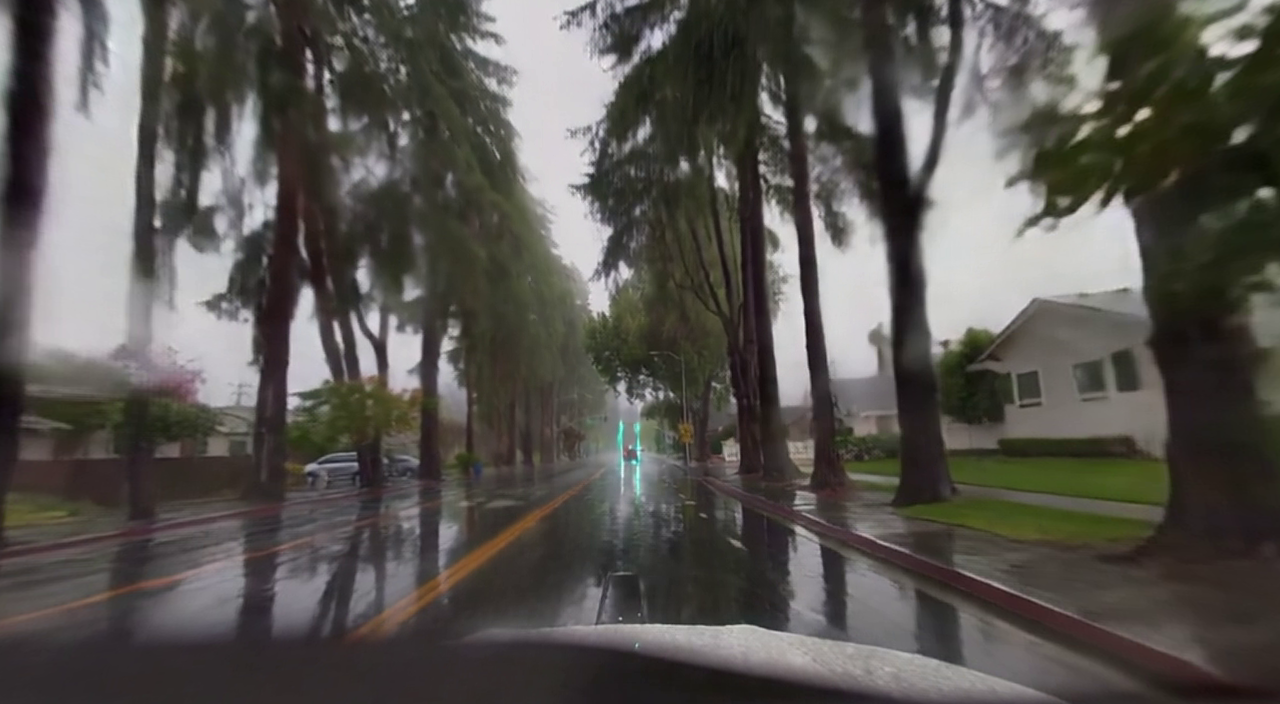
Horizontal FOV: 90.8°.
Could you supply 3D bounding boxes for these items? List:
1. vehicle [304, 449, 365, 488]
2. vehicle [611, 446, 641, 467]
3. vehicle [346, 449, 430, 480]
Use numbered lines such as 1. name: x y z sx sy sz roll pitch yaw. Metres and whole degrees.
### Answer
1. vehicle: -16.824 6.355 35.115 2.378 1.922 5.801 3 -9 -20
2. vehicle: -1.010 7.638 46.327 2.104 1.500 3.815 1 -9 -2
3. vehicle: -16.261 7.266 40.931 2.043 1.803 4.631 -11 -13 37
